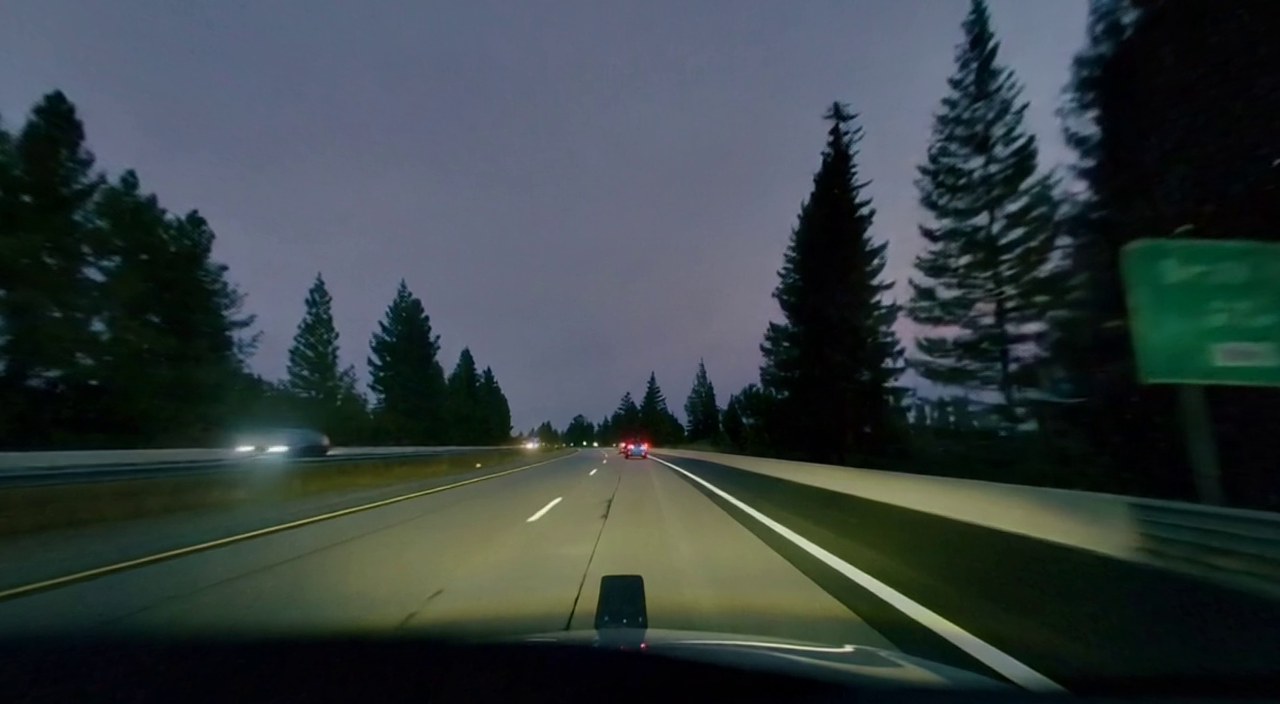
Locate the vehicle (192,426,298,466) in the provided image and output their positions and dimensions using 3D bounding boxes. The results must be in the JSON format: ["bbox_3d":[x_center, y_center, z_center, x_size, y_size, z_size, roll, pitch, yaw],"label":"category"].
[{"bbox_3d":[-17.289,4.165,27.814,1.881,1.601,4.286,0,-8,0],"label":"vehicle"}]
